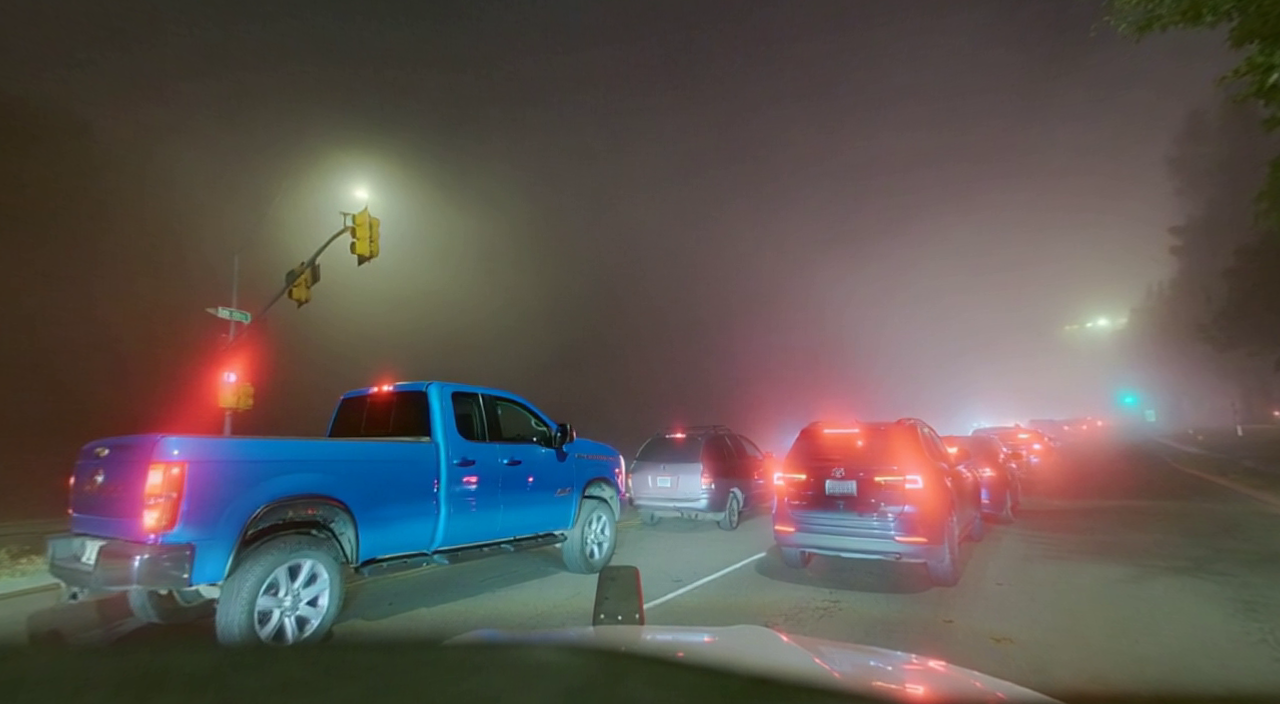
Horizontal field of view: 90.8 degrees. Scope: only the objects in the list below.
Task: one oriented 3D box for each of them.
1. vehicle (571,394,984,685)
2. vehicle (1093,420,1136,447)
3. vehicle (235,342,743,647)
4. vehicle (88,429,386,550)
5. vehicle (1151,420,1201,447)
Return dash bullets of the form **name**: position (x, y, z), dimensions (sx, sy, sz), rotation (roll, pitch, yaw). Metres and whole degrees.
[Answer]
- **vehicle**: position (1.720, 1.378, 5.990), dimensions (2.027, 1.549, 4.801), rotation (-6, -10, 35)
- **vehicle**: position (32.803, 5.679, 43.720), dimensions (2.160, 1.790, 4.303), rotation (-6, -10, 35)
- **vehicle**: position (-0.873, 1.401, 7.470), dimensions (2.272, 2.016, 6.146), rotation (-4, -10, 27)
- **vehicle**: position (-8.260, 2.744, 13.499), dimensions (2.174, 2.057, 4.738), rotation (-6, -10, 33)
- **vehicle**: position (35.765, 5.482, 42.195), dimensions (2.183, 1.714, 4.491), rotation (-7, -11, 37)
